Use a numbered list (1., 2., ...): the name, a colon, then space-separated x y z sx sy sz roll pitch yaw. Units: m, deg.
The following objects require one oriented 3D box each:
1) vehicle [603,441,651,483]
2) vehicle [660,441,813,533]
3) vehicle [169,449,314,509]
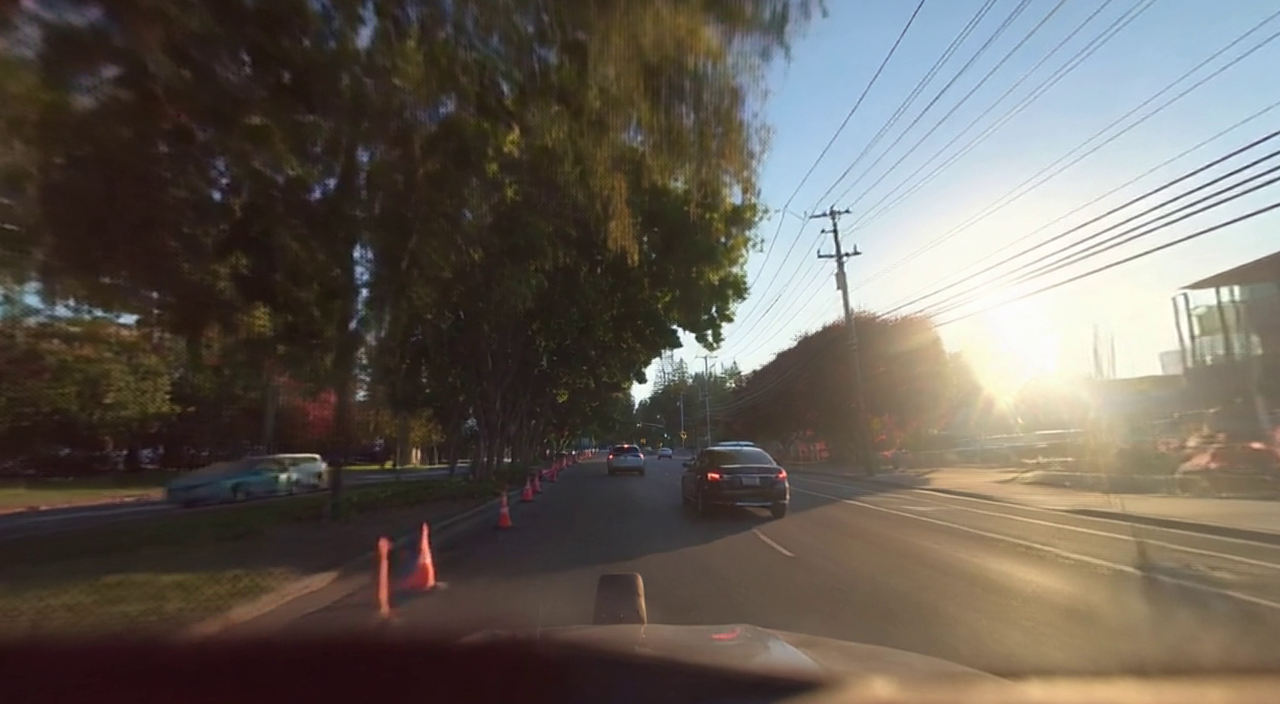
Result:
1. vehicle: -0.555 4.925 28.660 2.050 1.745 3.915 -1 -8 0
2. vehicle: 1.671 2.564 12.760 1.977 1.460 4.565 0 -8 -5
3. vehicle: -12.485 3.950 20.186 1.871 1.639 4.289 0 -8 -1
